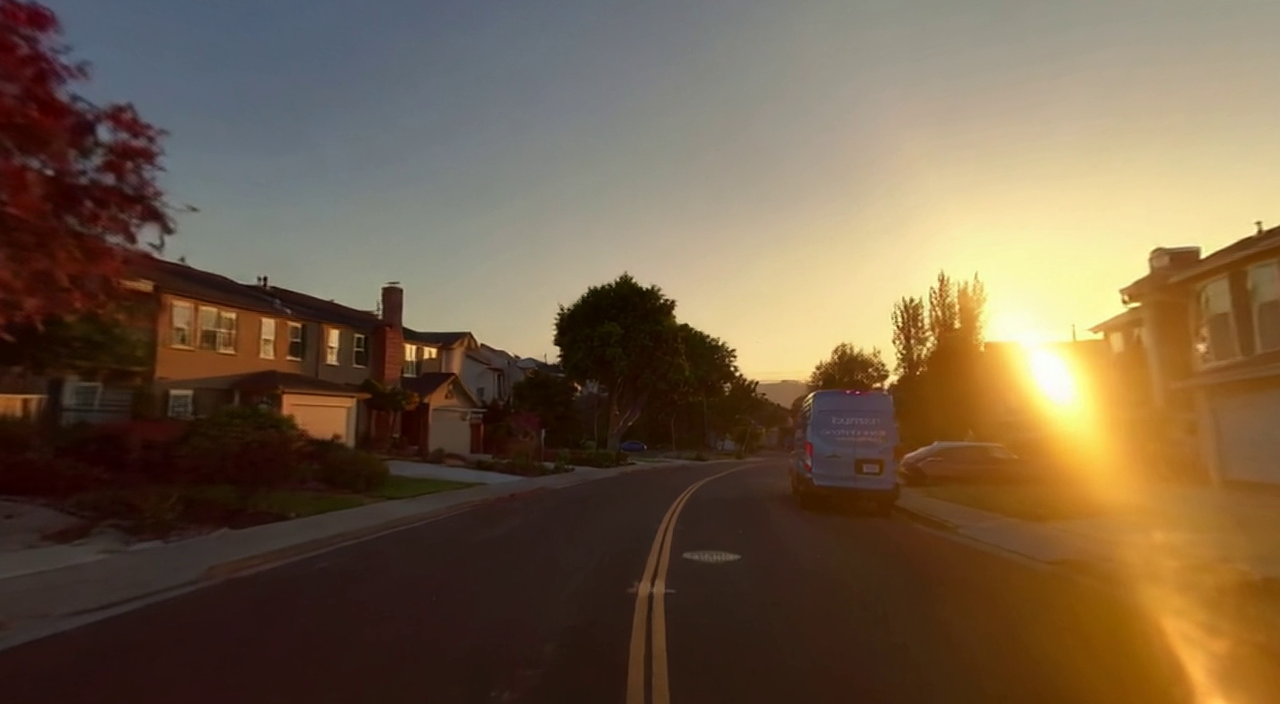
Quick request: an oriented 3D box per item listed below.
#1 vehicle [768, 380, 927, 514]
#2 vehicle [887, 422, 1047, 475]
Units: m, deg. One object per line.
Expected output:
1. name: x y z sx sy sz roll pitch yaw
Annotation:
1. vehicle: 4.871 2.403 16.132 2.684 2.712 6.197 -1 -9 8
2. vehicle: 12.181 3.696 23.898 4.791 1.472 2.114 -7 -11 9
